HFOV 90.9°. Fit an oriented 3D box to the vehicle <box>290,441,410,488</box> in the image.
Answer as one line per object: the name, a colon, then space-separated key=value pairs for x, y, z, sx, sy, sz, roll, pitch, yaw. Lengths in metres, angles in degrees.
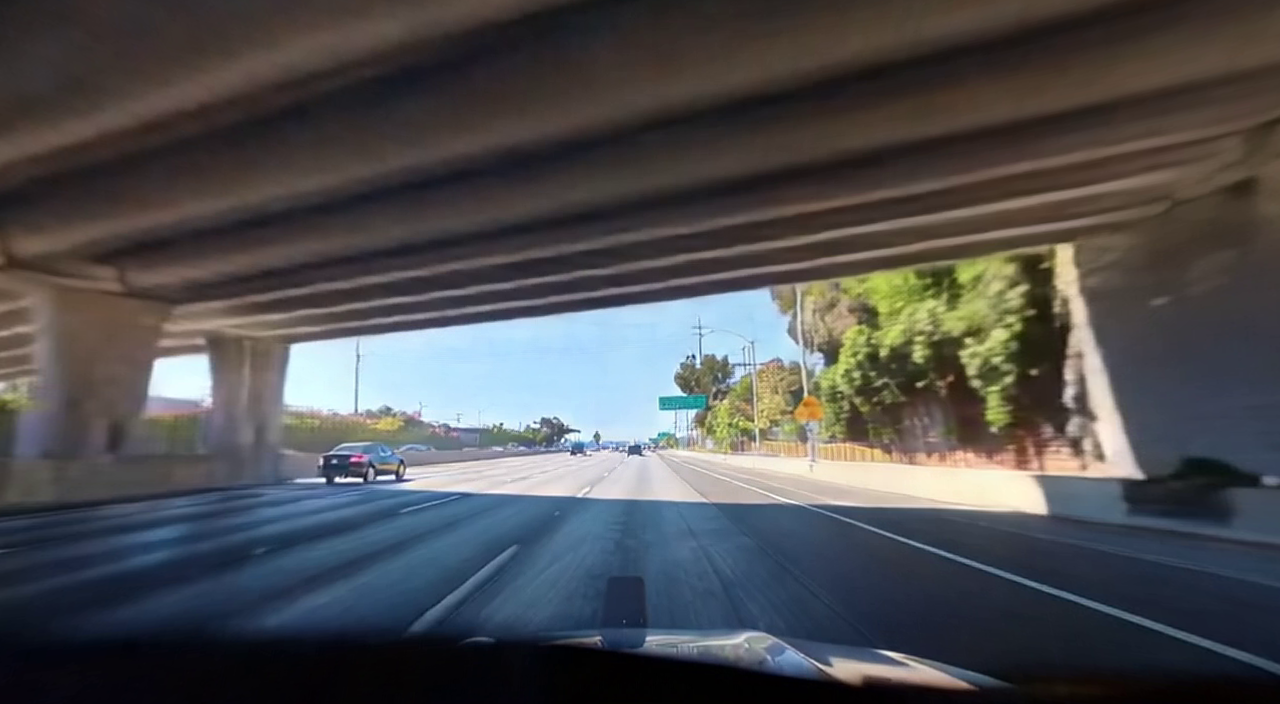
vehicle: x=-10.188 y=3.964 z=22.607 sx=2.056 sy=1.476 sz=4.562 roll=0 pitch=-8 yaw=1
